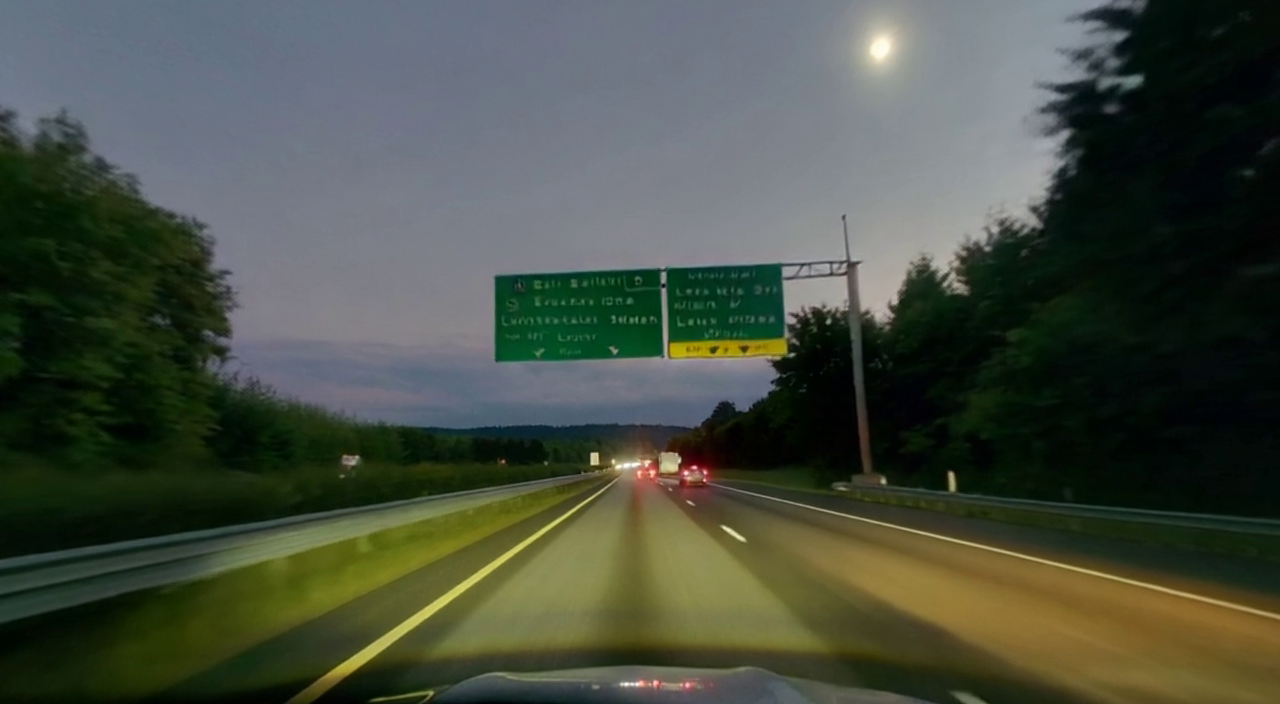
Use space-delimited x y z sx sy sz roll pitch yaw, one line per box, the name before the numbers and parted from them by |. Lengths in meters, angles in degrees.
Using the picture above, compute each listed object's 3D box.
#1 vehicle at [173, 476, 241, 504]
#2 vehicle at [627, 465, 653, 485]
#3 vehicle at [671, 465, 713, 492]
vehicle | -24.548 7.811 35.878 1.738 1.460 3.734 2 -11 -11
vehicle | -0.036 9.535 48.881 1.980 1.483 3.865 1 -10 -1
vehicle | 2.987 7.401 37.091 1.976 1.467 3.783 1 -10 -3
